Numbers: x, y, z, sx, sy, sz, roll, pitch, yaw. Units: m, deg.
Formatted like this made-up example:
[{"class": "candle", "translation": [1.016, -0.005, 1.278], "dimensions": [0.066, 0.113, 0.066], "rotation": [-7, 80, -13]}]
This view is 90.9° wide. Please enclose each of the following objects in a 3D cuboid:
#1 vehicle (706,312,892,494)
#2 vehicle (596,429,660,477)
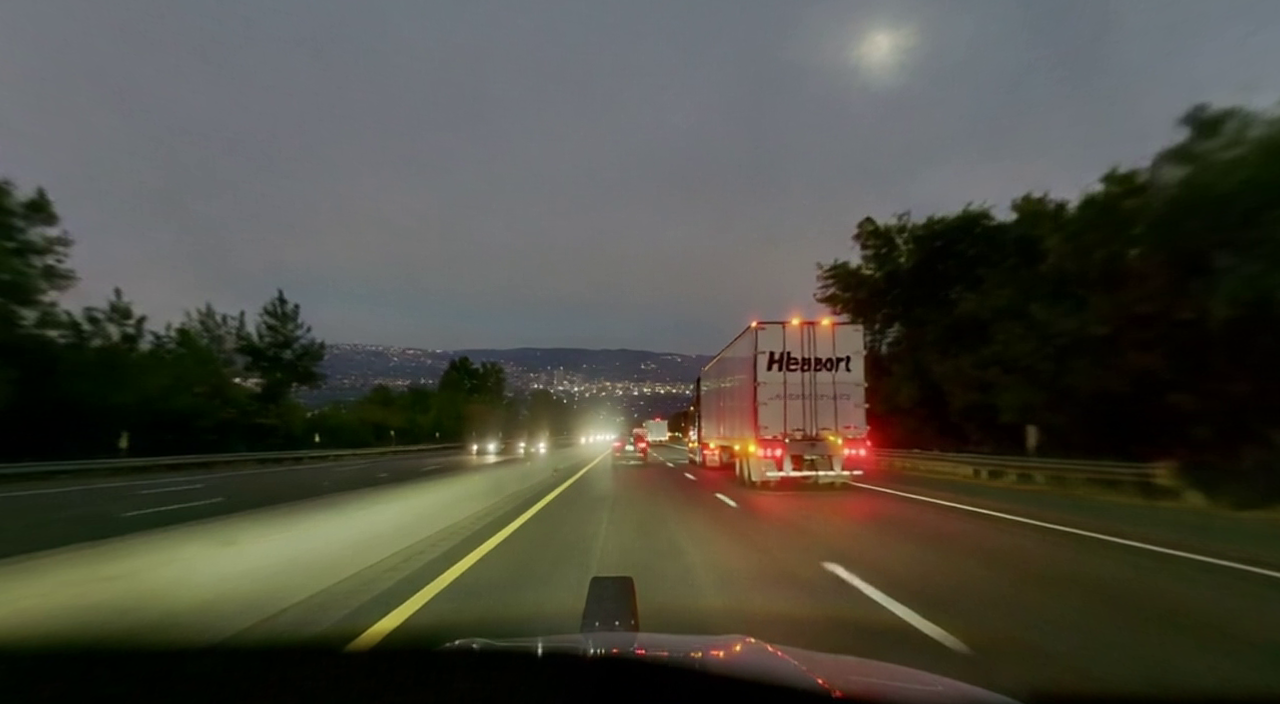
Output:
[{"class": "vehicle", "translation": [4.014, 1.745, 18.938], "dimensions": [2.853, 4.038, 9.832], "rotation": [0, -8, -1]}, {"class": "vehicle", "translation": [-0.445, 3.561, 22.637], "dimensions": [2.095, 1.557, 3.963], "rotation": [0, -8, -1]}]
